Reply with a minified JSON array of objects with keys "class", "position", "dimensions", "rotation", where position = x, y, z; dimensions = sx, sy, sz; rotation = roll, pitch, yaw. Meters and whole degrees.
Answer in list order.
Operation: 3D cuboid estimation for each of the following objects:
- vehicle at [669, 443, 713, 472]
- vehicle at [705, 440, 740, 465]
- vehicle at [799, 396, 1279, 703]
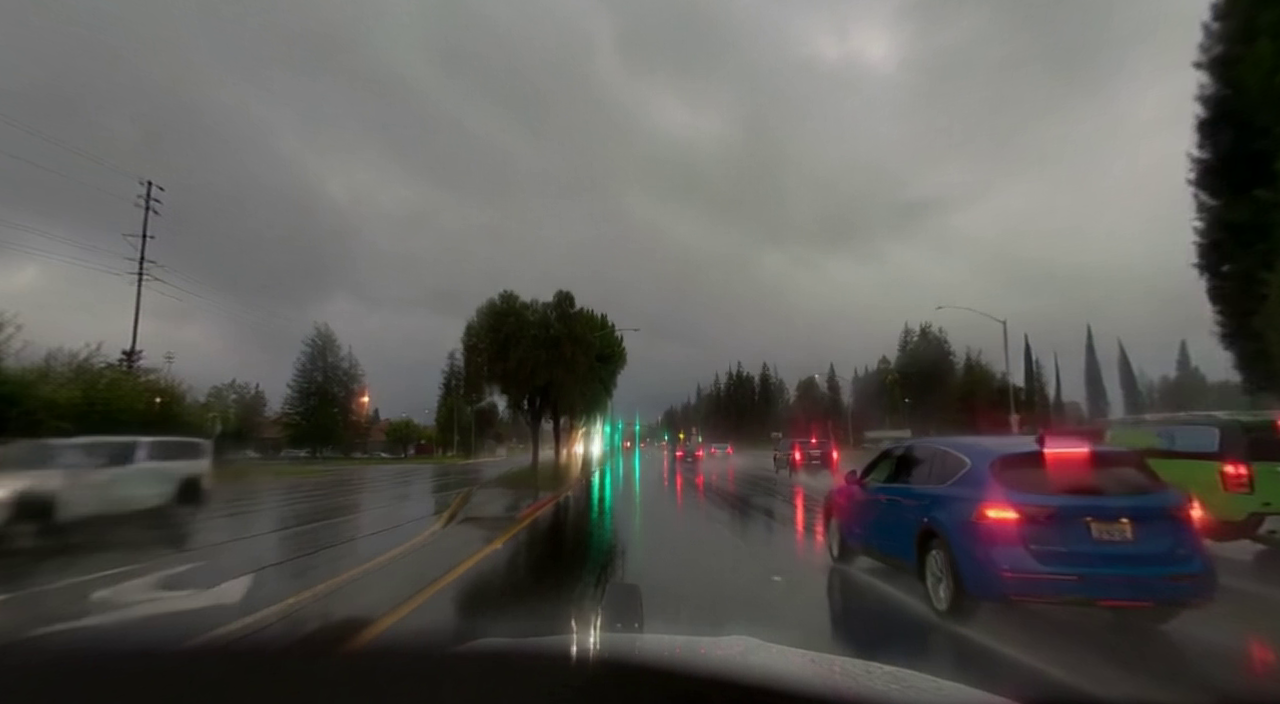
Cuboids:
[{"class":"vehicle","position":[2.655,5.628,33.807],"dimensions":[1.980,1.484,4.093],"rotation":[0,-8,-1]},{"class":"vehicle","position":[6.291,7.691,48.331],"dimensions":[1.919,1.774,4.720],"rotation":[0,-8,-1]},{"class":"vehicle","position":[3.078,1.363,5.564],"dimensions":[1.932,1.547,4.992],"rotation":[0,-8,-1]}]
